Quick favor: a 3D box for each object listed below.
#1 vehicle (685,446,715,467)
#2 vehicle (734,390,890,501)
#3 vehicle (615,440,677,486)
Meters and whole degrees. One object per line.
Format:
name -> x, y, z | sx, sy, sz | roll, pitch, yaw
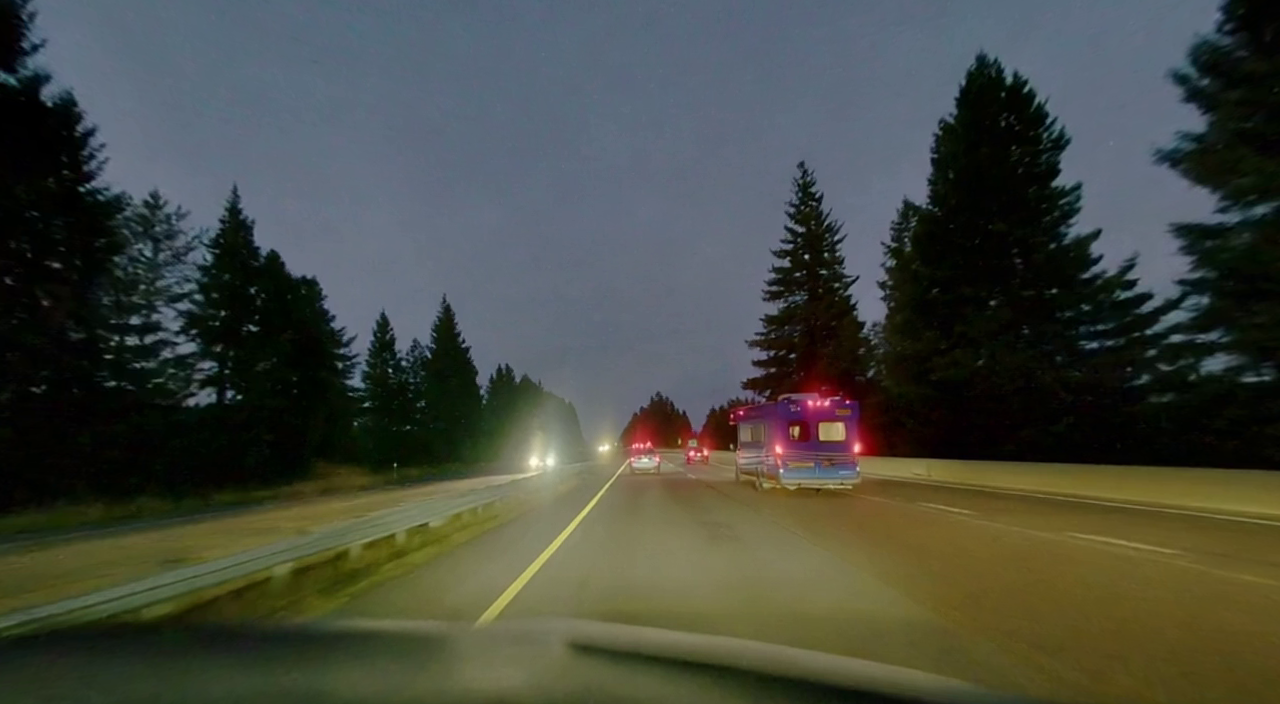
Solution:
vehicle -> 4.319, 7.525, 45.503 | 1.757, 1.459, 3.398 | 0, -9, -1
vehicle -> 4.917, 2.924, 19.631 | 2.745, 2.832, 7.035 | 0, -9, -1
vehicle -> 0.176, 4.131, 23.744 | 2.120, 1.575, 4.018 | 0, -9, -1
